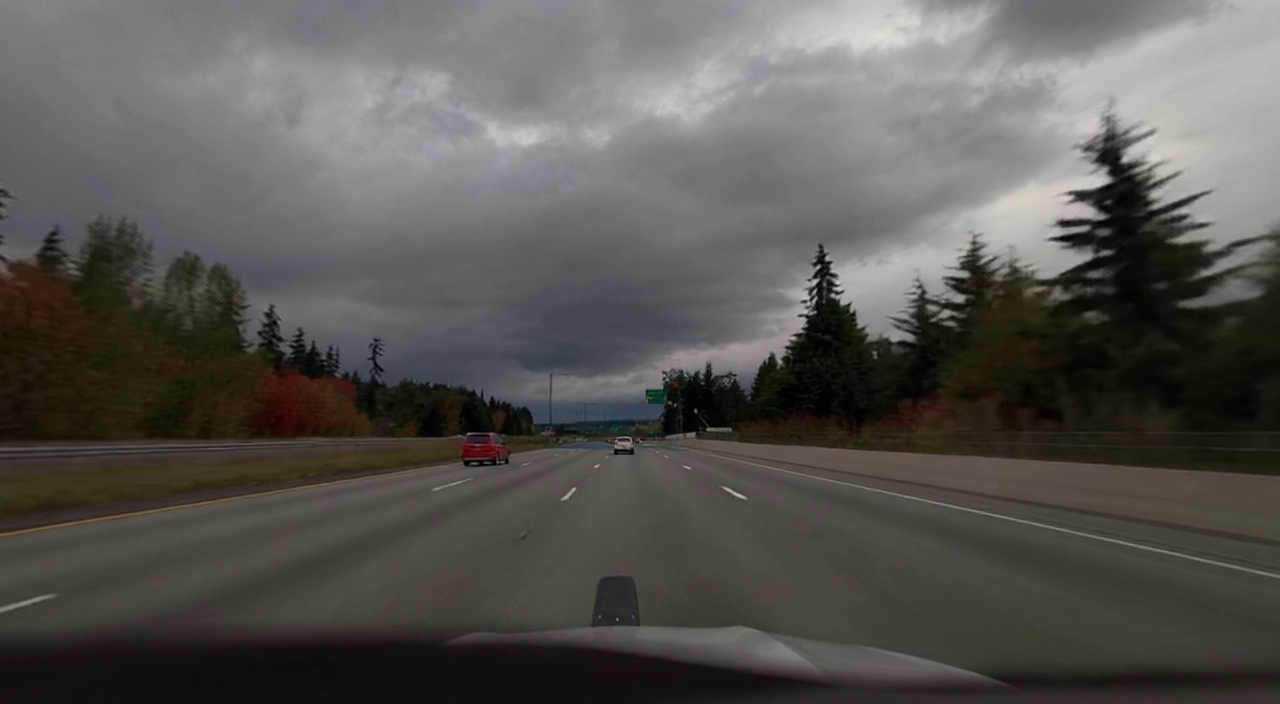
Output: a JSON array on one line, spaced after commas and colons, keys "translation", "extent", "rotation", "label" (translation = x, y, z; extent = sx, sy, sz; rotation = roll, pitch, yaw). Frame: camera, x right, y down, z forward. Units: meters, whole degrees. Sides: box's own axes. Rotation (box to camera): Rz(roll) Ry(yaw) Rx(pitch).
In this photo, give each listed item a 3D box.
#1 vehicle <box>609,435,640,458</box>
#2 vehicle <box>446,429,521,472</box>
[{"translation": [-1.048, 6.417, 42.900], "extent": [2.010, 1.534, 4.013], "rotation": [0, -8, -1], "label": "vehicle"}, {"translation": [-6.667, 4.230, 27.393], "extent": [2.111, 1.689, 4.505], "rotation": [0, -8, 0], "label": "vehicle"}]
